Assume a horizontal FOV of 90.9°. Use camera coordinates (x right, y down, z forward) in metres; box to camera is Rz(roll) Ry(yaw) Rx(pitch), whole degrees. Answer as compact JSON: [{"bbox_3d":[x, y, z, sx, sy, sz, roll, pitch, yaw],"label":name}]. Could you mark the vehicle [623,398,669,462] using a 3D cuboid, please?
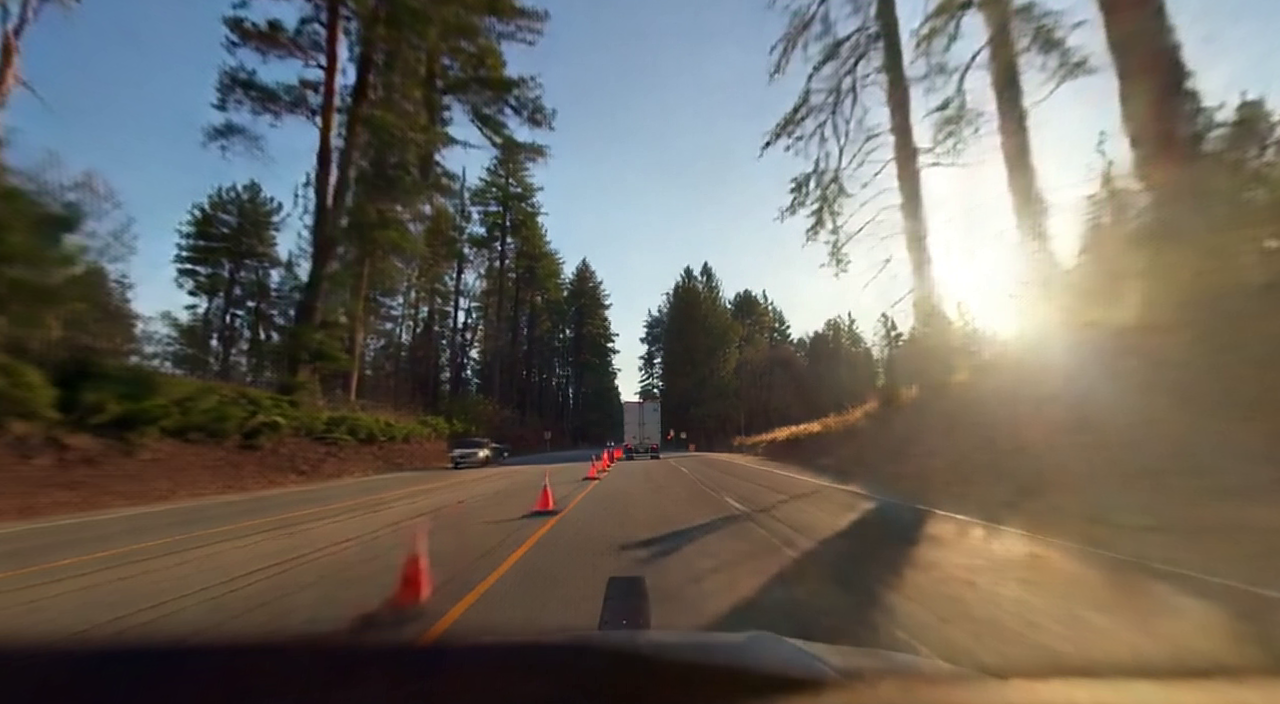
[{"bbox_3d":[0.239,5.761,45.864,2.935,4.068,11.036,0,-8,-1],"label":"vehicle"}]
